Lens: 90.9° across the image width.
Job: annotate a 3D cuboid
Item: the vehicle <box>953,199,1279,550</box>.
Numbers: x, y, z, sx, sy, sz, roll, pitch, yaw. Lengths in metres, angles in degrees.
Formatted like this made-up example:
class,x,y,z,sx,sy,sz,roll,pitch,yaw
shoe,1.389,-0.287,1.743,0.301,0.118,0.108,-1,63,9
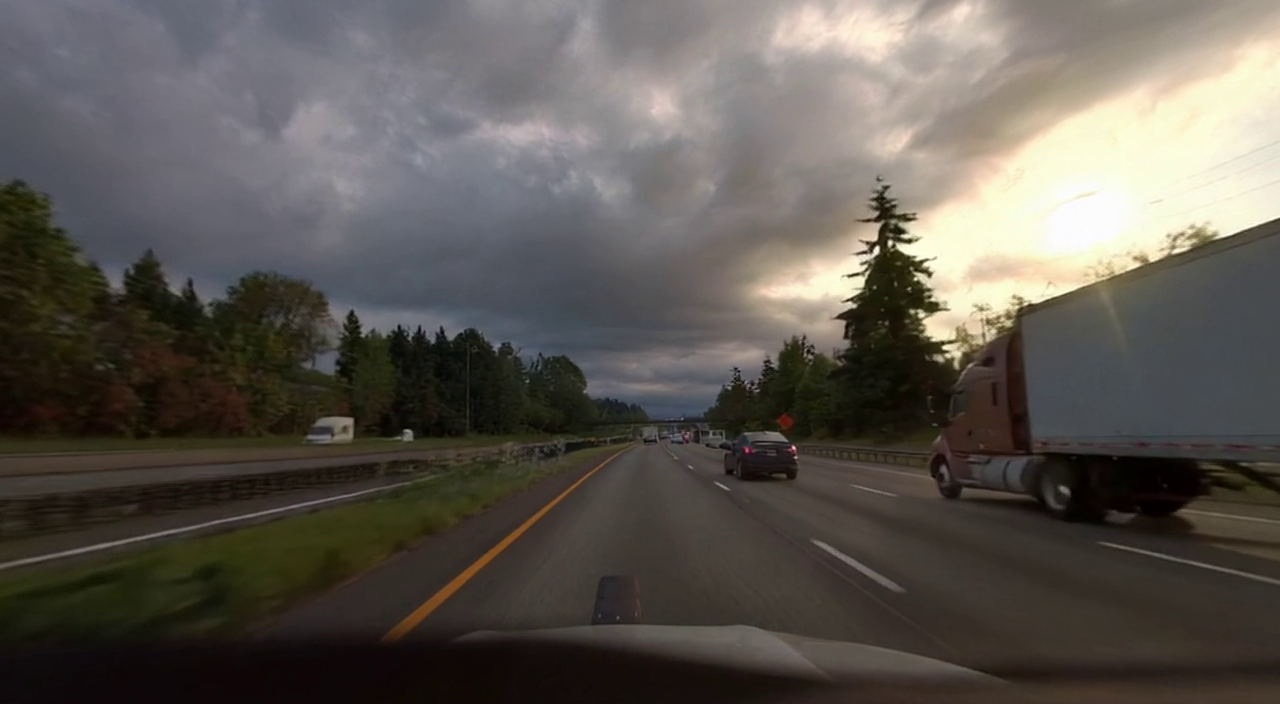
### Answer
class,x,y,z,sx,sy,sz,roll,pitch,yaw
vehicle,9.259,0.295,7.678,3.440,4.093,13.944,0,-8,-1

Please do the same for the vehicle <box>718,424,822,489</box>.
class,x,y,z,sx,sy,sz,roll,pitch,yaw
vehicle,3.694,3.041,18.801,2.011,1.672,4.415,0,-8,-2
